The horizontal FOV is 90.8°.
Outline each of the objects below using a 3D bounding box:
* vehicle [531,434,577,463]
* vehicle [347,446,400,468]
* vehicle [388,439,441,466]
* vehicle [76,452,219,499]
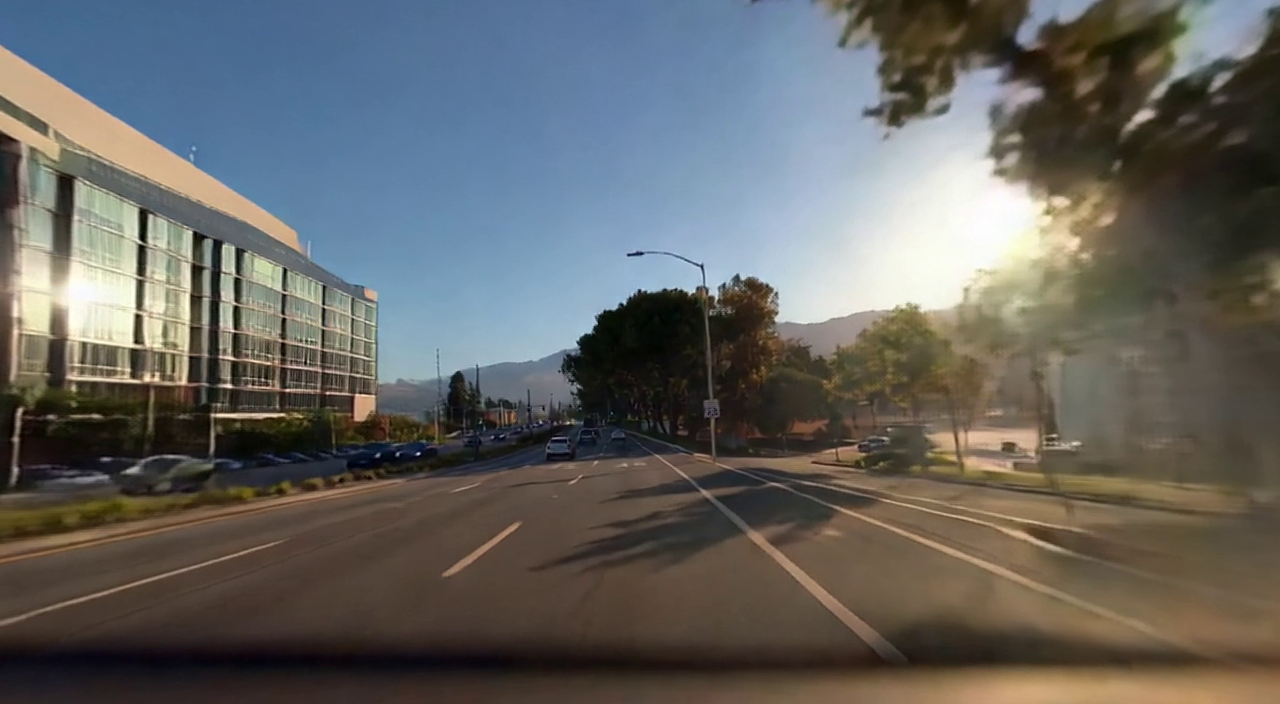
[{"bbox_3d":[-4.752,5.376,35.343,2.025,1.474,4.292,-1,-8,-1],"label":"vehicle"},{"bbox_3d":[-19.397,7.660,46.184,1.976,1.415,4.341,-1,-8,1],"label":"vehicle"},{"bbox_3d":[-15.796,7.063,44.536,1.990,1.739,4.544,-1,-8,2],"label":"vehicle"},{"bbox_3d":[-20.158,5.044,26.182,2.077,1.655,4.570,-1,-8,3],"label":"vehicle"}]
